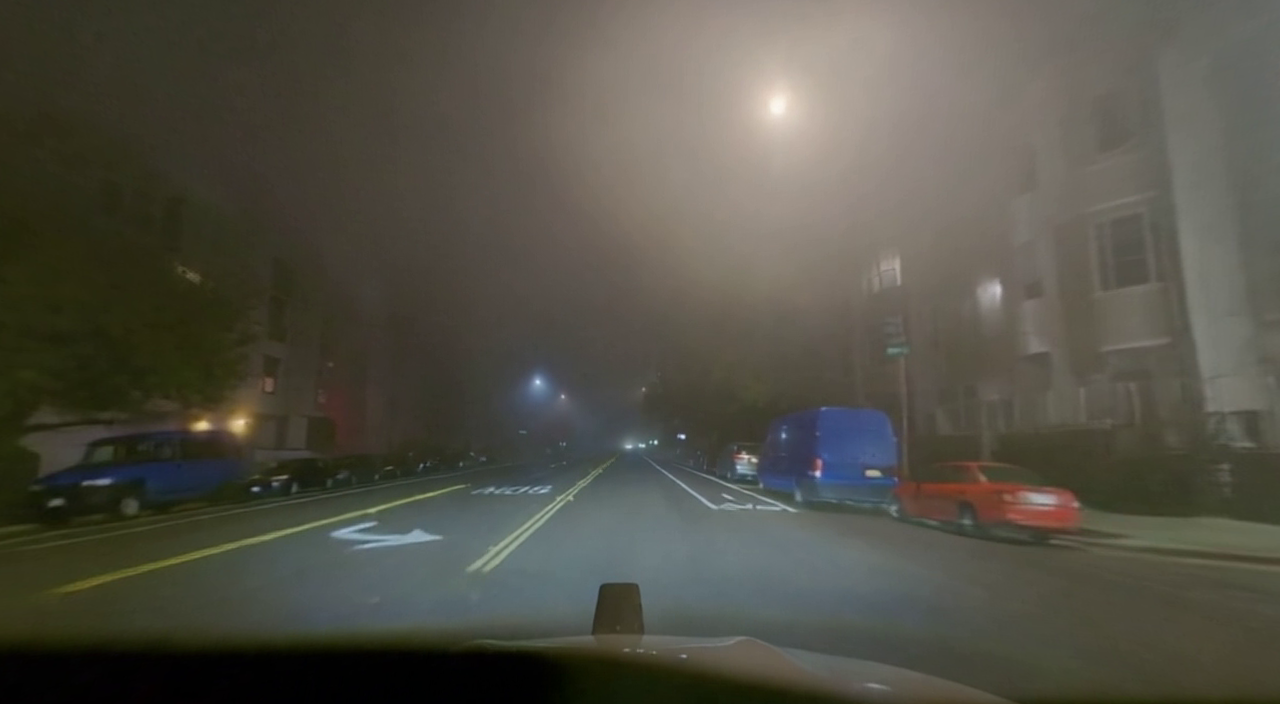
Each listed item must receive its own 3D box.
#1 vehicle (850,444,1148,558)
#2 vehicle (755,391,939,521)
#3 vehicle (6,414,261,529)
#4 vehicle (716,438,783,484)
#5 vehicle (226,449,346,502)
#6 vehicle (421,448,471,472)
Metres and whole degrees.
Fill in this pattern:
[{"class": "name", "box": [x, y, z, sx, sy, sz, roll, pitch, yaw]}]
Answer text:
[{"class": "vehicle", "box": [5.541, 2.283, 10.578, 1.848, 1.468, 4.332, 2, -9, -12]}, {"class": "vehicle", "box": [4.831, 2.575, 16.081, 2.414, 2.670, 5.833, 1, -8, -3]}, {"class": "vehicle", "box": [-12.646, 2.933, 16.487, 2.164, 2.386, 5.460, -2, -7, -1]}, {"class": "vehicle", "box": [4.480, 4.506, 26.539, 1.927, 1.718, 4.679, 0, -8, 0]}, {"class": "vehicle", "box": [-12.484, 4.335, 22.677, 1.892, 1.472, 4.523, -3, -7, -3]}, {"class": "vehicle", "box": [-13.091, 7.305, 42.891, 1.954, 1.491, 4.633, 0, -8, -1]}]
